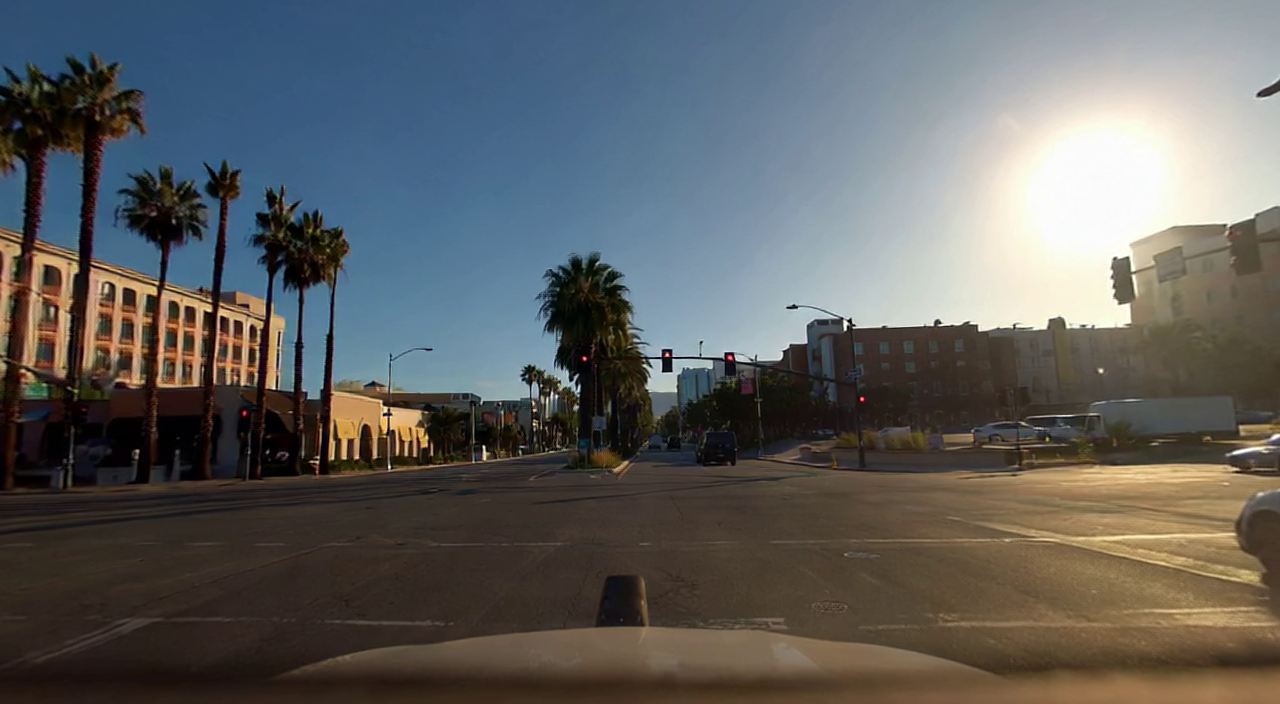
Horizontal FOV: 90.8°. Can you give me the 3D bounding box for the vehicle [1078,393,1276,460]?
[{"bbox_3d":[32.623,4.725,39.336,2.863,3.609,10.252,0,-8,-3],"label":"vehicle"}]
